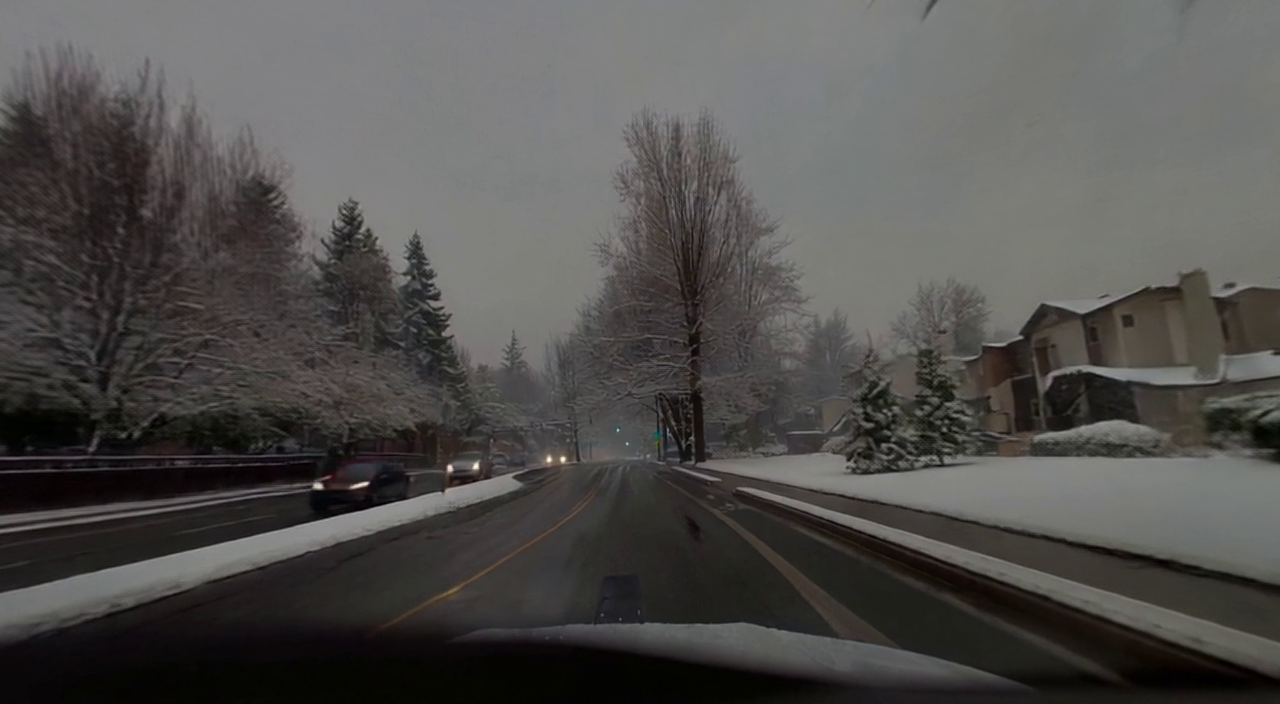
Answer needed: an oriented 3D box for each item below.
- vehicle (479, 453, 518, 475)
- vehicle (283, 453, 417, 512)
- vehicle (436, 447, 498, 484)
[{"bbox_3d":[-10.830,8.570,48.475,1.925,1.503,4.411,0,-8,1],"label":"vehicle"},{"bbox_3d":[-8.562,3.866,19.123,2.050,1.486,4.512,0,-8,-2],"label":"vehicle"},{"bbox_3d":[-9.267,6.078,34.135,2.057,1.805,4.933,0,-8,-1],"label":"vehicle"}]
